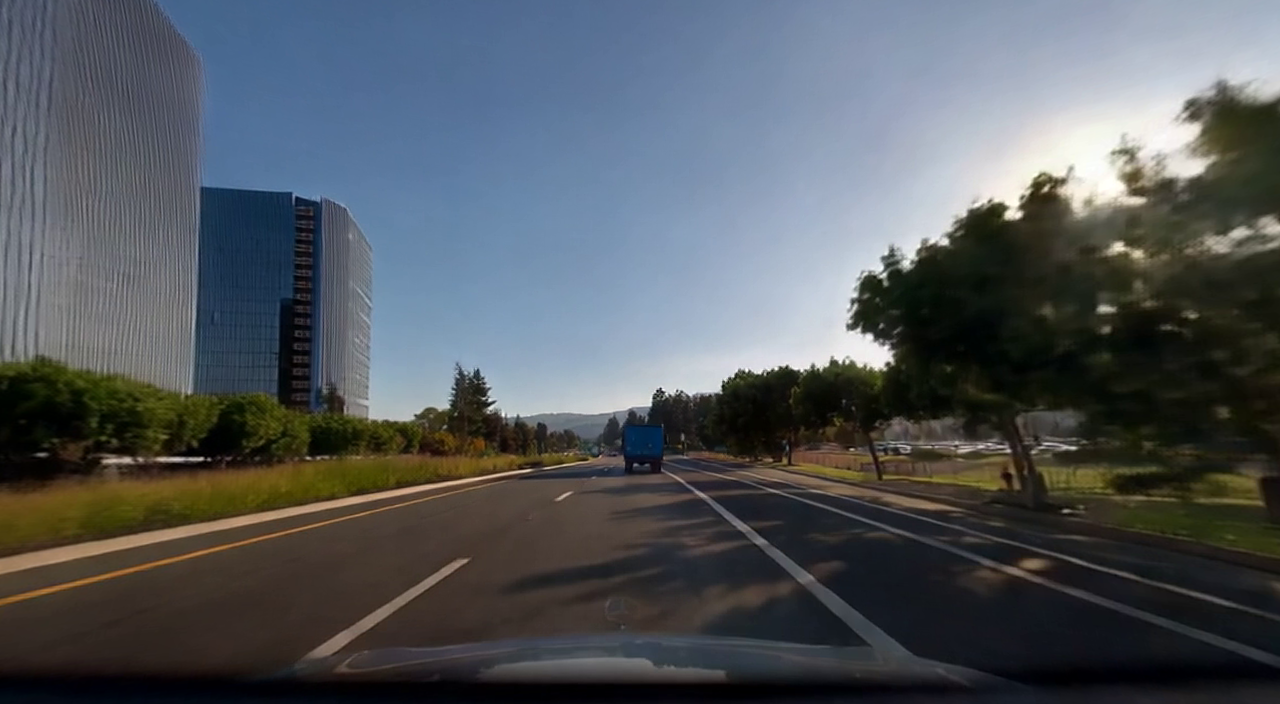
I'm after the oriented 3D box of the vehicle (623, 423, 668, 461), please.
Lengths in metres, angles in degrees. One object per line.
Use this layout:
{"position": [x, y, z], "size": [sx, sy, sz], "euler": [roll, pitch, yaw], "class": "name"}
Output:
{"position": [0.242, 4.746, 33.314], "size": [2.178, 1.829, 4.932], "euler": [0, -9, -1], "class": "vehicle"}
